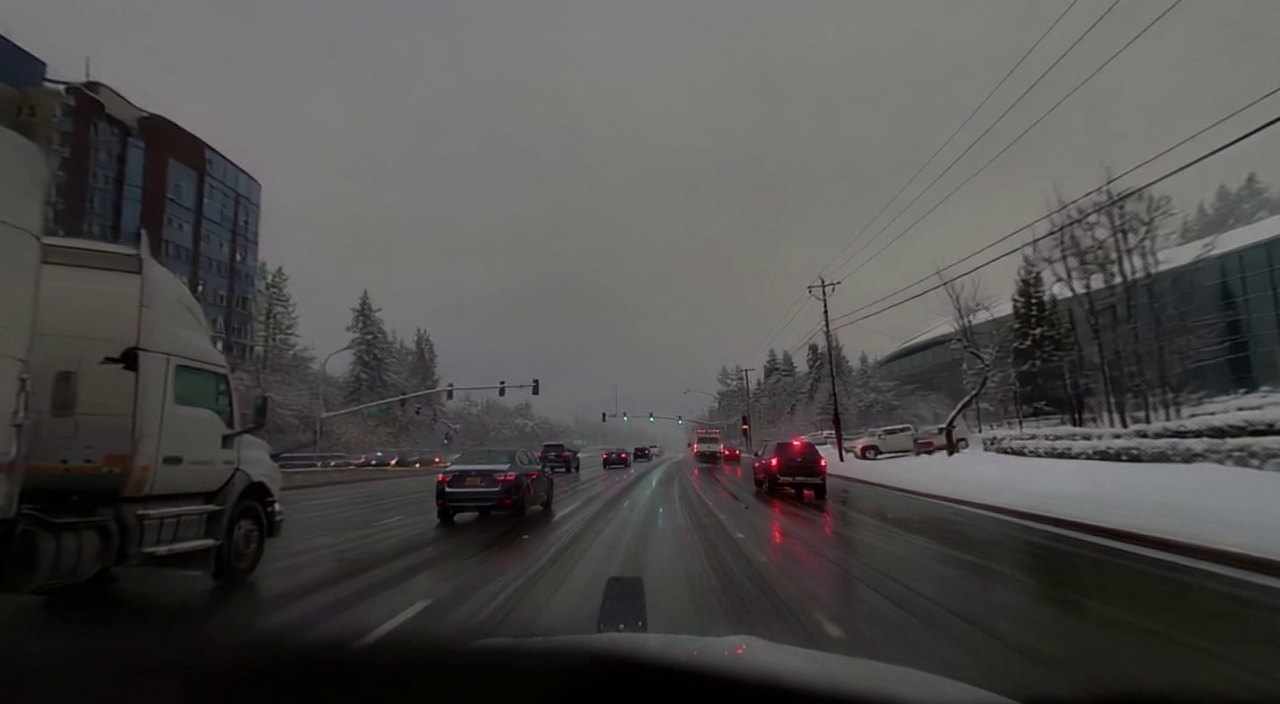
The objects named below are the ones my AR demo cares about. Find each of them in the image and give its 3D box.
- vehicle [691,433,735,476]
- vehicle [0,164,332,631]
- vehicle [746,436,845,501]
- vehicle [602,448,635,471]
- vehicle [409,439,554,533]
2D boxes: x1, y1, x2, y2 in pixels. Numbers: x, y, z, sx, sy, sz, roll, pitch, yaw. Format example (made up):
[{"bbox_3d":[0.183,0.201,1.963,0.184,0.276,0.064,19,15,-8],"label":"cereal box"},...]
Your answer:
[{"bbox_3d":[4.331,6.211,38.272,2.457,2.440,5.486,-1,-9,4],"label":"vehicle"},{"bbox_3d":[-6.381,0.581,7.409,3.239,4.055,3.881,0,-9,1],"label":"vehicle"},{"bbox_3d":[5.058,3.842,21.163,2.283,1.923,4.427,0,-9,1],"label":"vehicle"},{"bbox_3d":[-1.538,7.786,45.626,1.984,1.567,4.311,-1,-9,4],"label":"vehicle"},{"bbox_3d":[-3.089,2.672,13.086,1.934,1.643,3.718,0,-9,2],"label":"vehicle"}]
